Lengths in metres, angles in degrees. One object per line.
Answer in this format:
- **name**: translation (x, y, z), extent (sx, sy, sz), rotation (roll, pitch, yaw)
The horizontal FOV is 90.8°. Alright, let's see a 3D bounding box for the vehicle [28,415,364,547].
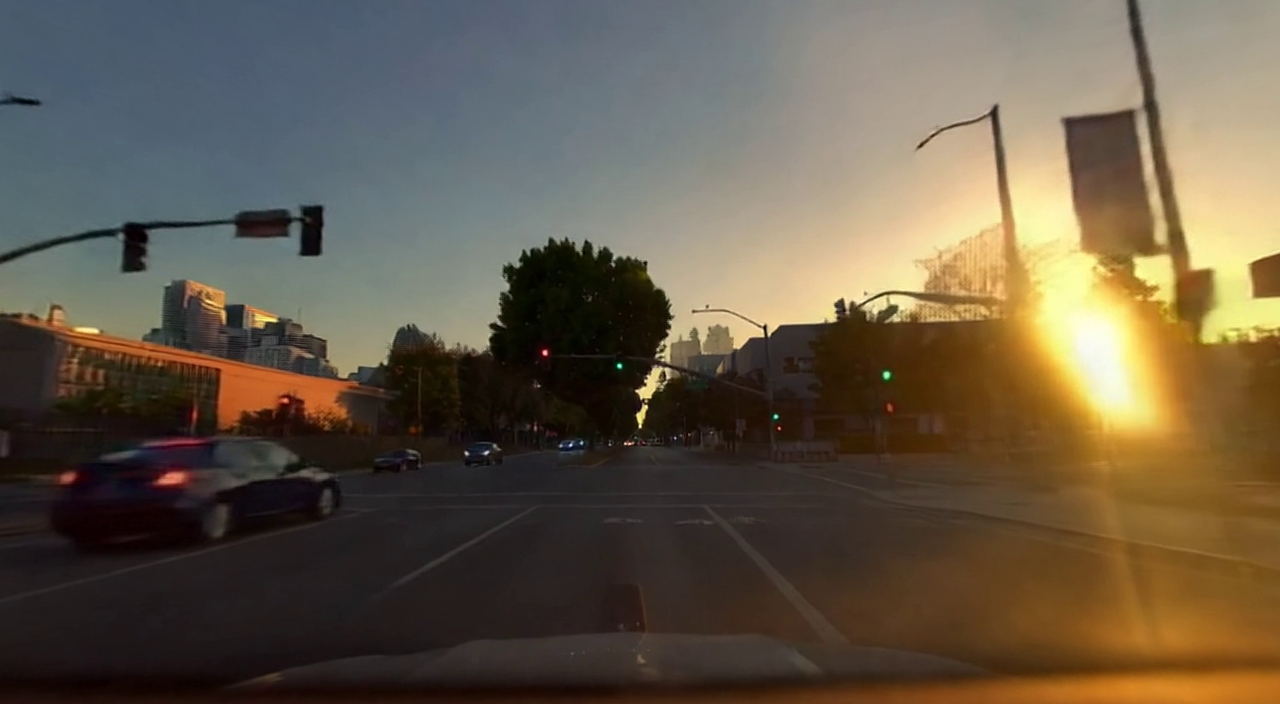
- **vehicle**: translation (-6.864, 2.040, 10.627), extent (2.262, 1.708, 4.466), rotation (0, -9, 2)

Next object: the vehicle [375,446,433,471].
- **vehicle**: translation (-14.542, 6.581, 39.157), extent (1.847, 1.453, 4.286), rotation (0, -9, 2)

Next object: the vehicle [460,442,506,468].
- **vehicle**: translation (-10.787, 7.093, 43.679), extent (1.893, 1.654, 4.127), rotation (0, -9, 2)
